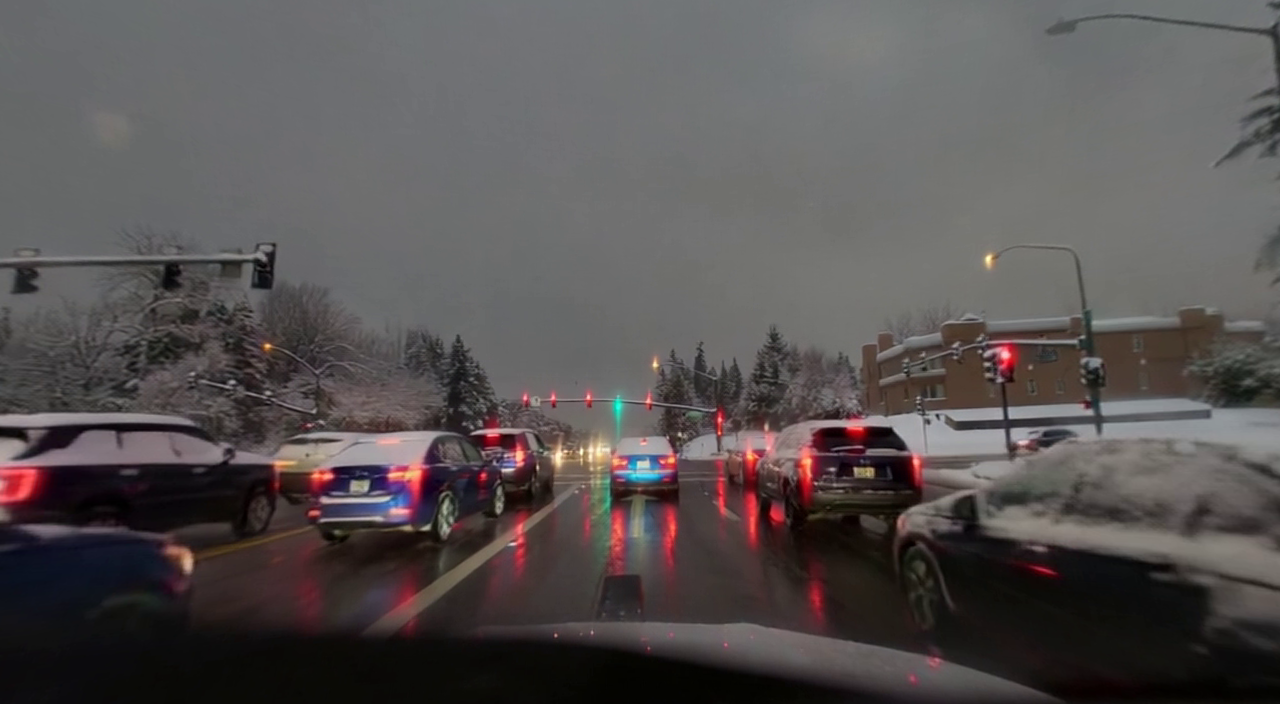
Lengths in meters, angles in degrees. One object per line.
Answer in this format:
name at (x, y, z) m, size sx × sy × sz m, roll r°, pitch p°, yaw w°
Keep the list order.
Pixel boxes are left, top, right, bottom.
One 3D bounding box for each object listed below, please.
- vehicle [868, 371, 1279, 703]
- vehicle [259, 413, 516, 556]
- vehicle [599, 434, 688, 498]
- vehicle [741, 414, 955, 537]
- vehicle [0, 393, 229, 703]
vehicle at (2.796, 0.933, 2.647) m, size 2.002 × 1.474 × 4.528 m, roll 0°, pitch -9°, yaw 0°
vehicle at (-3.399, 1.891, 9.676) m, size 2.034 × 1.655 × 4.465 m, roll 0°, pitch -9°, yaw 1°
vehicle at (0.038, 3.019, 17.064) m, size 2.114 × 1.482 × 4.056 m, roll 0°, pitch -9°, yaw -1°
vehicle at (3.249, 2.057, 11.037) m, size 2.178 × 1.691 × 4.314 m, roll 0°, pitch -9°, yaw -1°
vehicle at (-3.230, 0.713, 0.993) m, size 2.139 × 1.478 × 4.510 m, roll 0°, pitch -9°, yaw 0°
